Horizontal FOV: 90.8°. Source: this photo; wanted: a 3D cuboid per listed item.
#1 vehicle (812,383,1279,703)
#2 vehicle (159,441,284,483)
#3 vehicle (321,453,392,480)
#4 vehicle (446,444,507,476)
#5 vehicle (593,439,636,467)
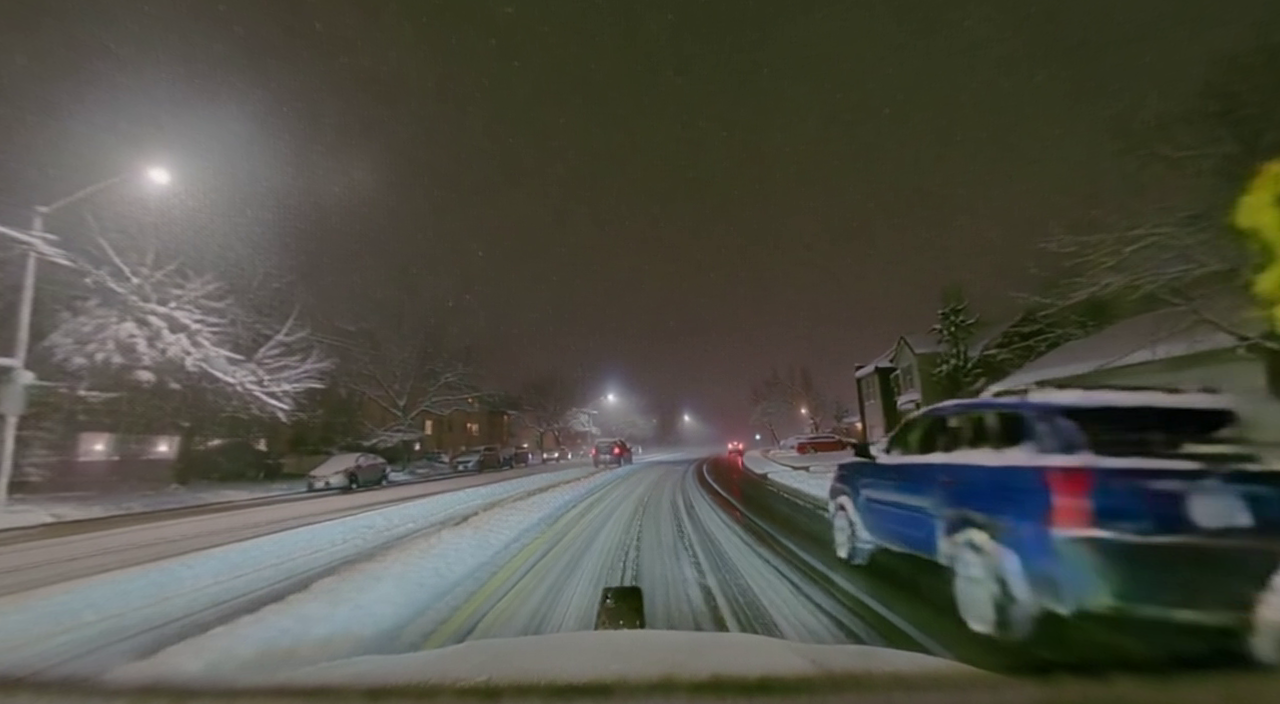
[{"bbox_3d":[3.444,1.331,5.287,2.558,1.636,5.261,0,-8,0],"label":"vehicle"},{"bbox_3d":[-19.824,5.239,30.038,4.628,1.808,1.899,0,-12,6],"label":"vehicle"},{"bbox_3d":[-16.529,6.673,37.047,1.872,1.396,4.150,-1,-8,7],"label":"vehicle"},{"bbox_3d":[-11.274,7.482,44.081,2.157,1.882,5.479,-6,-9,7],"label":"vehicle"},{"bbox_3d":[-1.650,6.719,42.203,2.135,1.731,4.232,-1,-8,8],"label":"vehicle"}]
